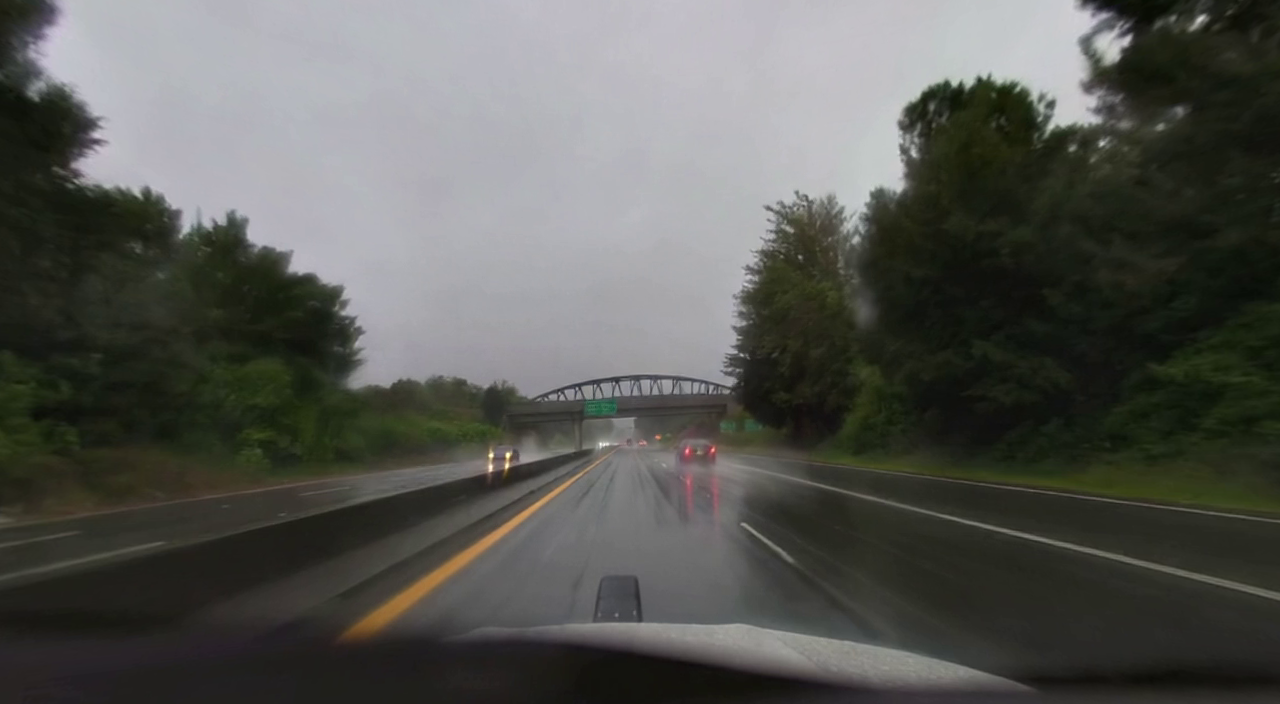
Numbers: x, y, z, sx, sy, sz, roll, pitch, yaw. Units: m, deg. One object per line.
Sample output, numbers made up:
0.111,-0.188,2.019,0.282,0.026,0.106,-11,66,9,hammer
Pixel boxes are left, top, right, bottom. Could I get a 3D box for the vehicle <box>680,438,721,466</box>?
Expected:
3.278,5.510,34.820,1.781,1.470,3.540,0,-8,-2,vehicle
